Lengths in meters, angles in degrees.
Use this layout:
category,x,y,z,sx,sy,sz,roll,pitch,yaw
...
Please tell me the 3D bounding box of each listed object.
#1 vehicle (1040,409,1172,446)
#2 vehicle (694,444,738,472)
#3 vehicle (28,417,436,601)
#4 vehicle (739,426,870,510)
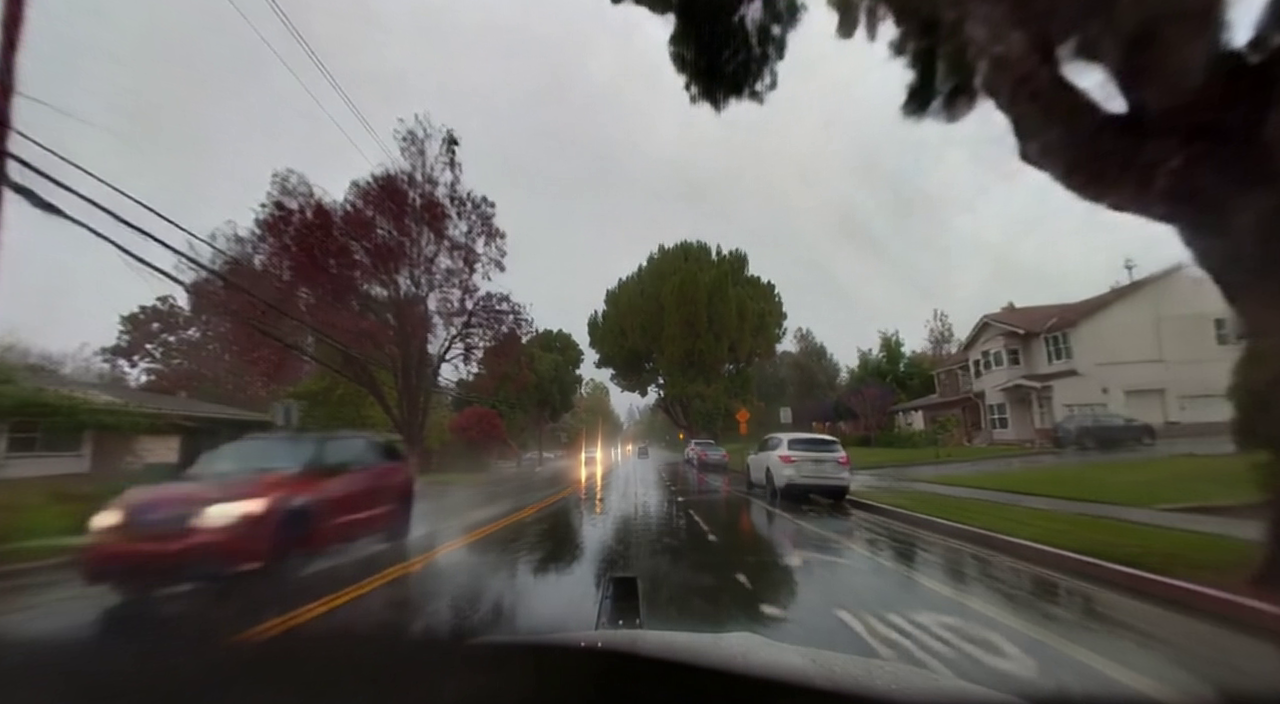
category,x,y,z,sx,sy,sz,roll,pitch,yaw
vehicle,22.133,3.616,30.109,4.799,1.678,2.002,0,-9,-5
vehicle,4.137,5.827,34.929,1.874,1.415,4.683,0,-8,0
vehicle,-4.903,1.942,8.937,2.091,1.793,5.296,-1,-8,2
vehicle,3.867,2.815,15.856,2.087,1.725,4.986,-1,-8,2
